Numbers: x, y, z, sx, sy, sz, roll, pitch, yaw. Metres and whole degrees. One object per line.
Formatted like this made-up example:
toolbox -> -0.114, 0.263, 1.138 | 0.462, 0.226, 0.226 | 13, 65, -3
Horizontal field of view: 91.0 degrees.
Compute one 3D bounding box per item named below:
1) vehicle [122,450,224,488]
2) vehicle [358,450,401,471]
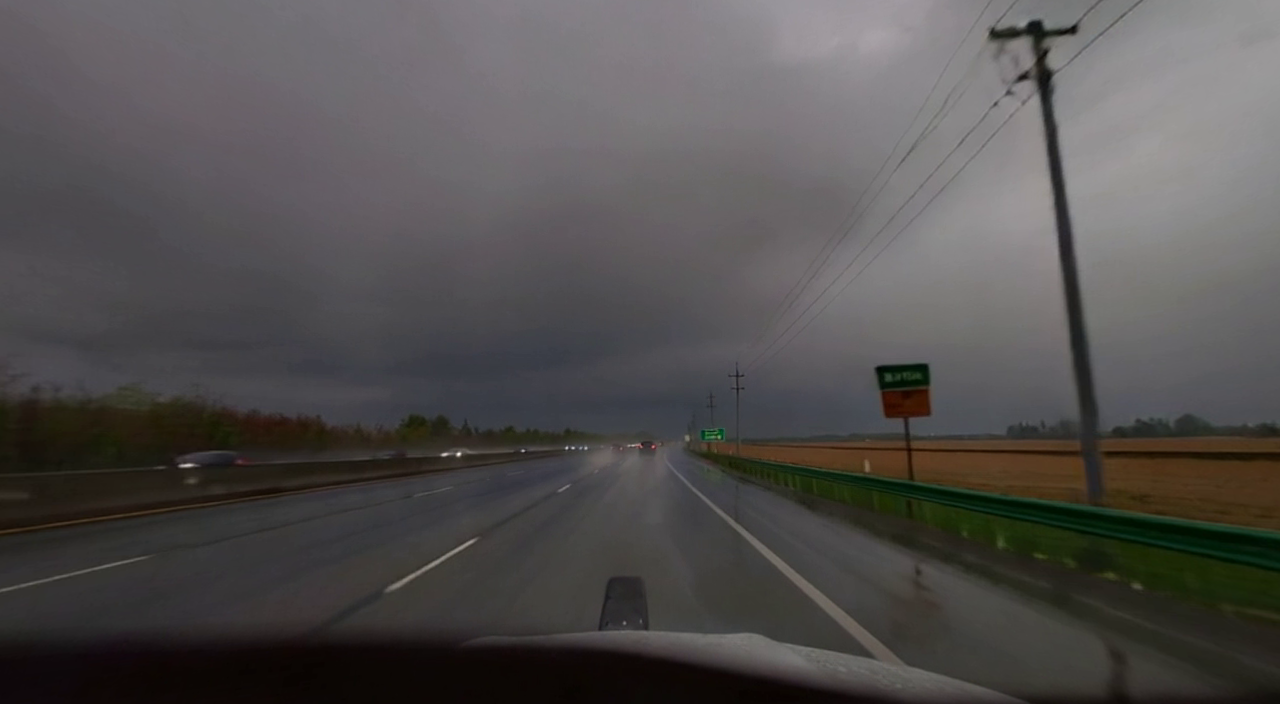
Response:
vehicle -> -20.208, 5.055, 27.432 | 1.775, 1.469, 3.436 | 0, -8, 0
vehicle -> -19.325, 8.059, 46.853 | 1.701, 1.400, 3.522 | 0, -8, 0
